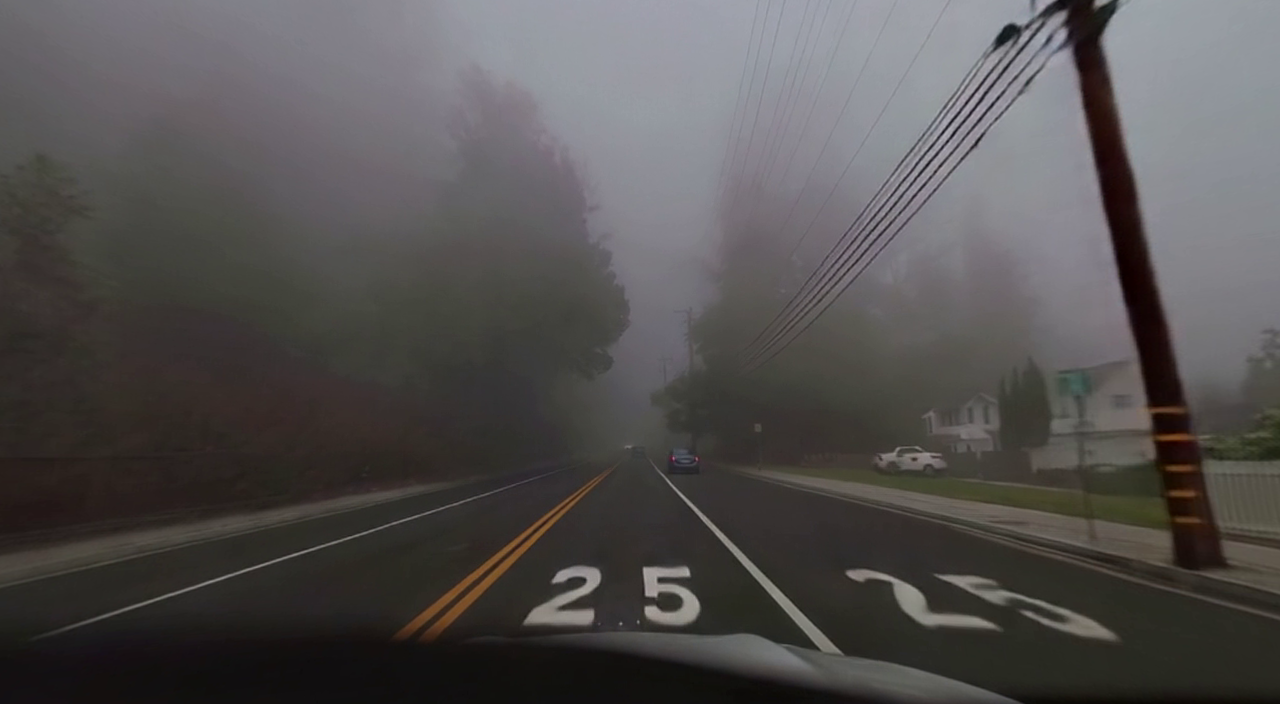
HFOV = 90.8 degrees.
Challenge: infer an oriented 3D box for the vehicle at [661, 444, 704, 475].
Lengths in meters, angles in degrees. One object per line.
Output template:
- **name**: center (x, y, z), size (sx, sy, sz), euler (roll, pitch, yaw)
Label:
- **vehicle**: center (2.150, 5.615, 33.128), size (1.975, 1.497, 3.647), euler (0, -9, 0)

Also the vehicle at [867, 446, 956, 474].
- **vehicle**: center (14.496, 5.769, 33.863), size (3.838, 1.405, 1.992), euler (1, -9, -6)
